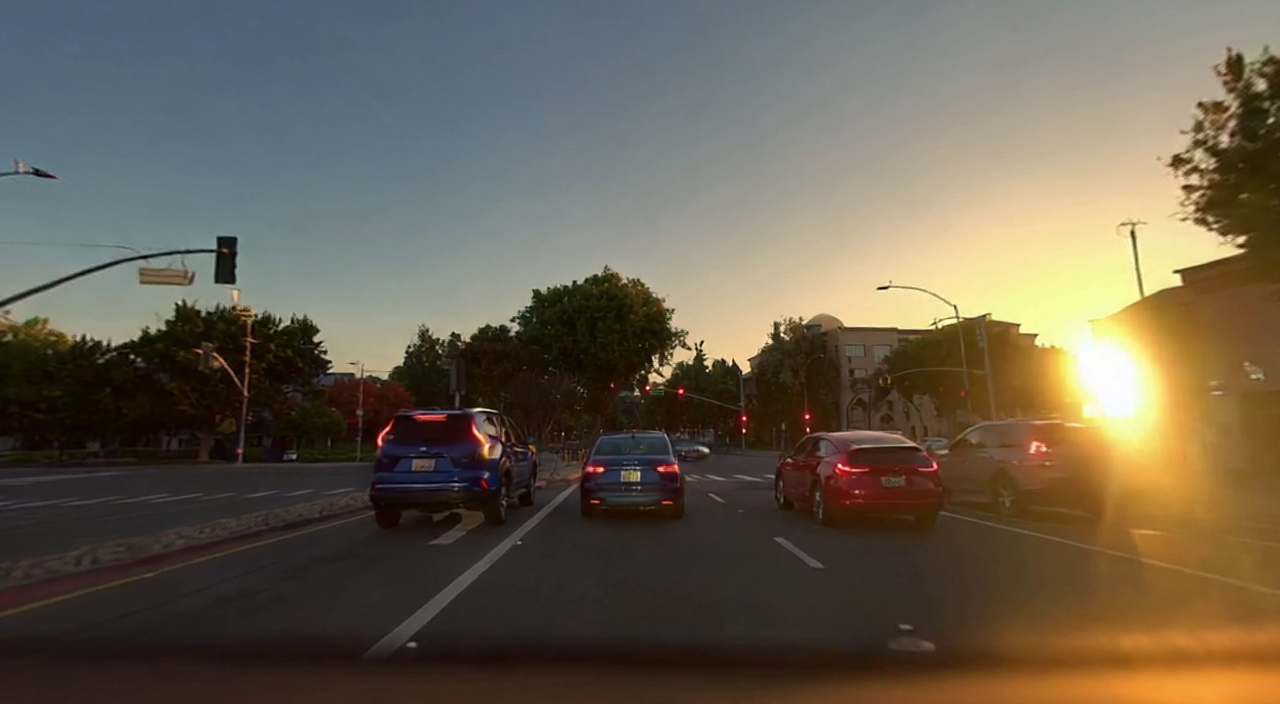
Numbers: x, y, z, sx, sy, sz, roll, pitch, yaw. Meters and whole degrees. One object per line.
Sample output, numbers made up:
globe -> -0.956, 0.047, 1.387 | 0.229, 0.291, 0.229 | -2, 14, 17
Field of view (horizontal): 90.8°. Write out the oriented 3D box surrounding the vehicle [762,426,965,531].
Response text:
vehicle -> 3.602, 2.114, 11.207 | 1.861, 1.473, 4.393 | 0, -8, -2

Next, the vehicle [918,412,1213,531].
vehicle -> 7.258, 2.089, 11.631 | 2.068, 1.731, 4.752 | 0, -8, 0

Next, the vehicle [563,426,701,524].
vehicle -> -0.147, 2.168, 11.693 | 2.097, 1.480, 4.006 | 0, -8, -1

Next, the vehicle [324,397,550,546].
vehicle -> -2.849, 1.818, 10.231 | 2.064, 1.825, 4.760 | 0, -8, 0
